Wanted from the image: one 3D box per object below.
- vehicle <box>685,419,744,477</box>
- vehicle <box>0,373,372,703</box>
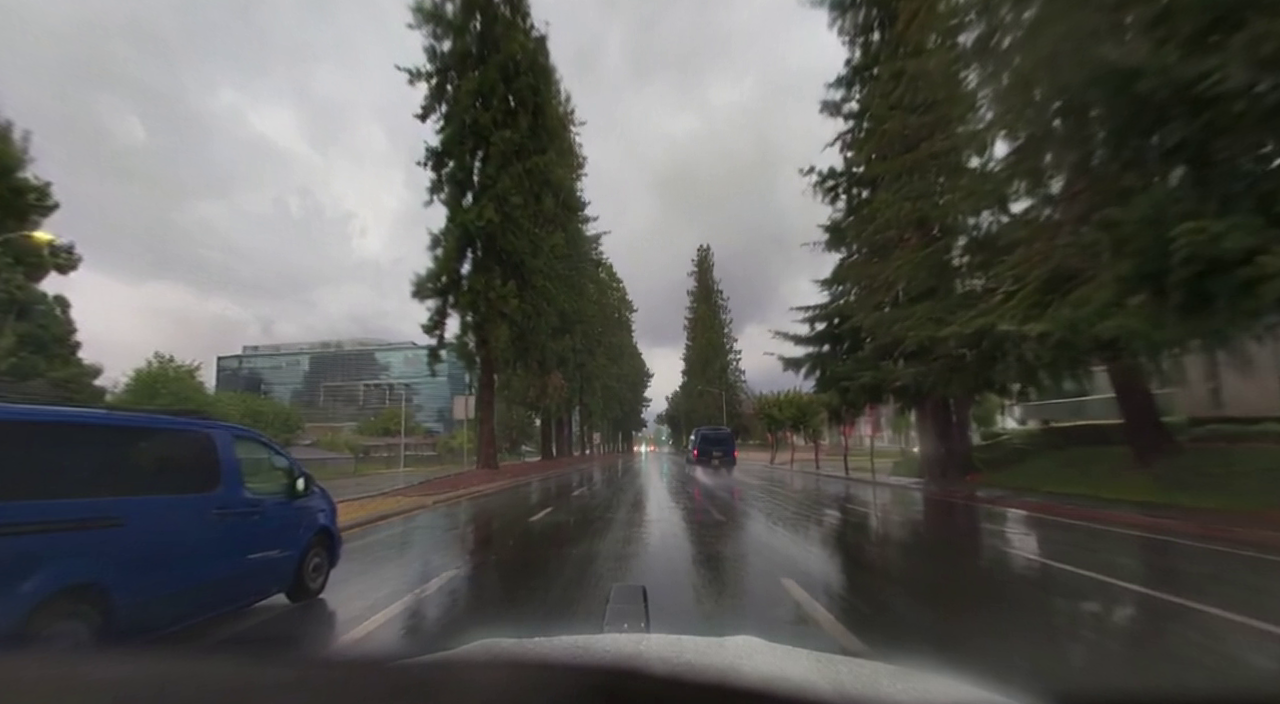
[{"bbox_3d":[3.647,4.907,32.174,2.349,2.671,5.744,0,-9,0],"label":"vehicle"},{"bbox_3d":[-3.591,1.032,3.469,2.129,1.602,4.532,0,-9,1],"label":"vehicle"}]
